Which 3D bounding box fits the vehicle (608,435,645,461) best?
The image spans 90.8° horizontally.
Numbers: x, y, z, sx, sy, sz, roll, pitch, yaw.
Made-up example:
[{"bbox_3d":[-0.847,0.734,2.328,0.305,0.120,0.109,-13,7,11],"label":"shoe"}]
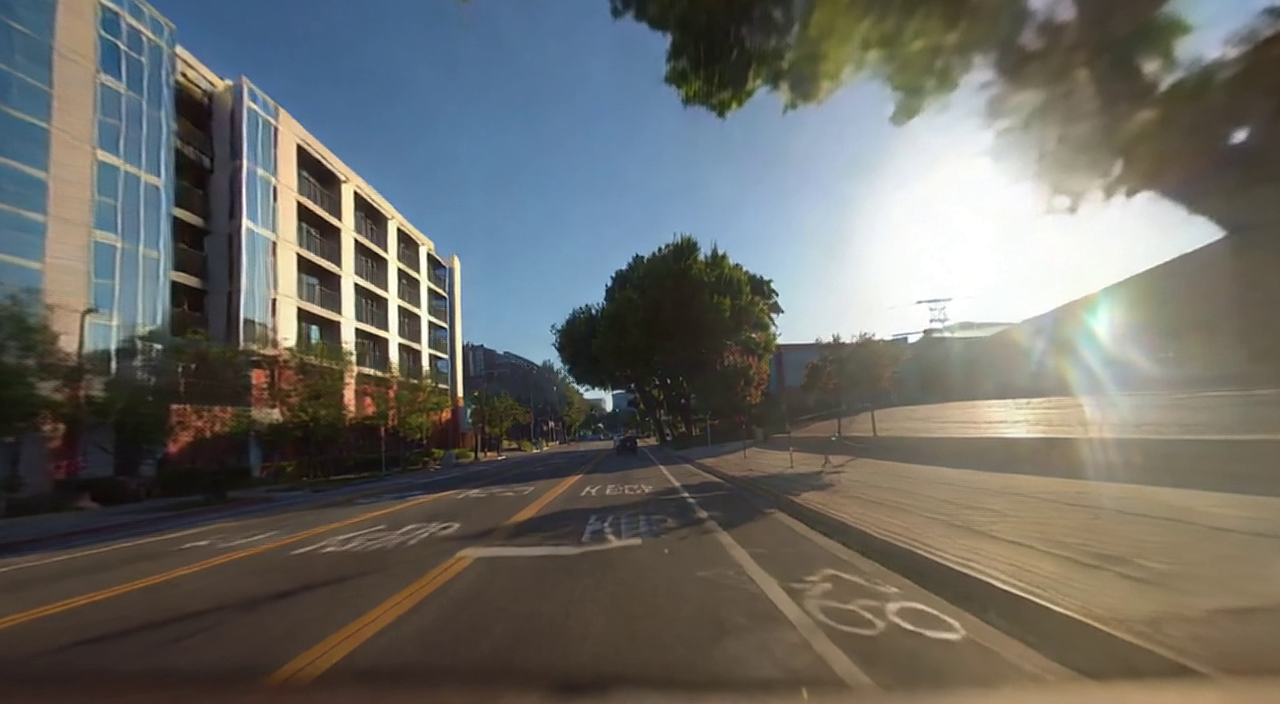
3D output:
[{"bbox_3d":[-0.818,5.873,38.890,2.131,1.474,4.146,0,-8,-1],"label":"vehicle"}]
